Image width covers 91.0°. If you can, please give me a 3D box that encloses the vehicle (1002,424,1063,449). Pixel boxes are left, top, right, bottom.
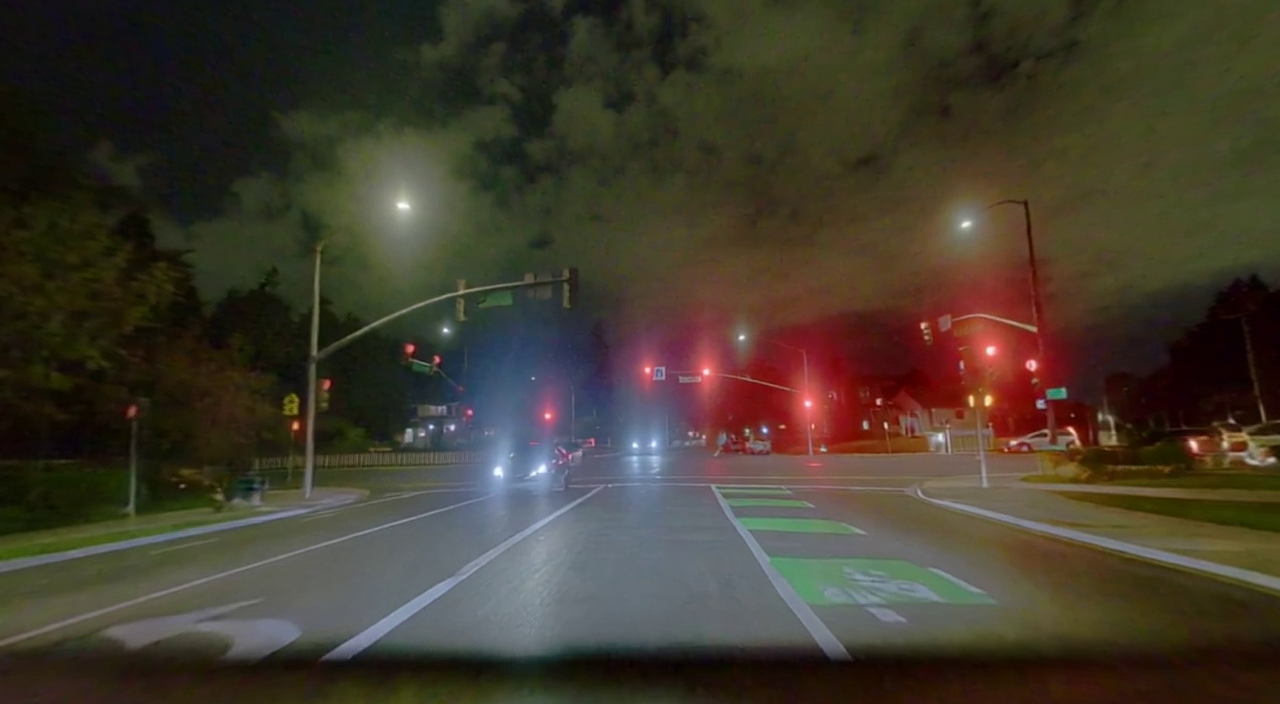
[{"bbox_3d":[29.892,6.512,48.097,2.033,1.821,4.542,-1,-8,5],"label":"vehicle"}]

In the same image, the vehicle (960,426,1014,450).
[{"bbox_3d":[26.768,6.691,48.702,1.964,1.759,4.583,-1,-9,7],"label":"vehicle"}]

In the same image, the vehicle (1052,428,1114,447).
[{"bbox_3d":[33.726,6.557,48.026,1.837,1.396,4.695,-1,-9,8],"label":"vehicle"}]

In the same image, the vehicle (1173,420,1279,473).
[{"bbox_3d":[18.893,2.770,18.740,1.937,1.474,5.114,-3,-8,6],"label":"vehicle"}]

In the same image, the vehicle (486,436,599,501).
[{"bbox_3d":[-2.412,3.057,16.949,1.904,1.489,4.746,-1,-9,5],"label":"vehicle"}]
